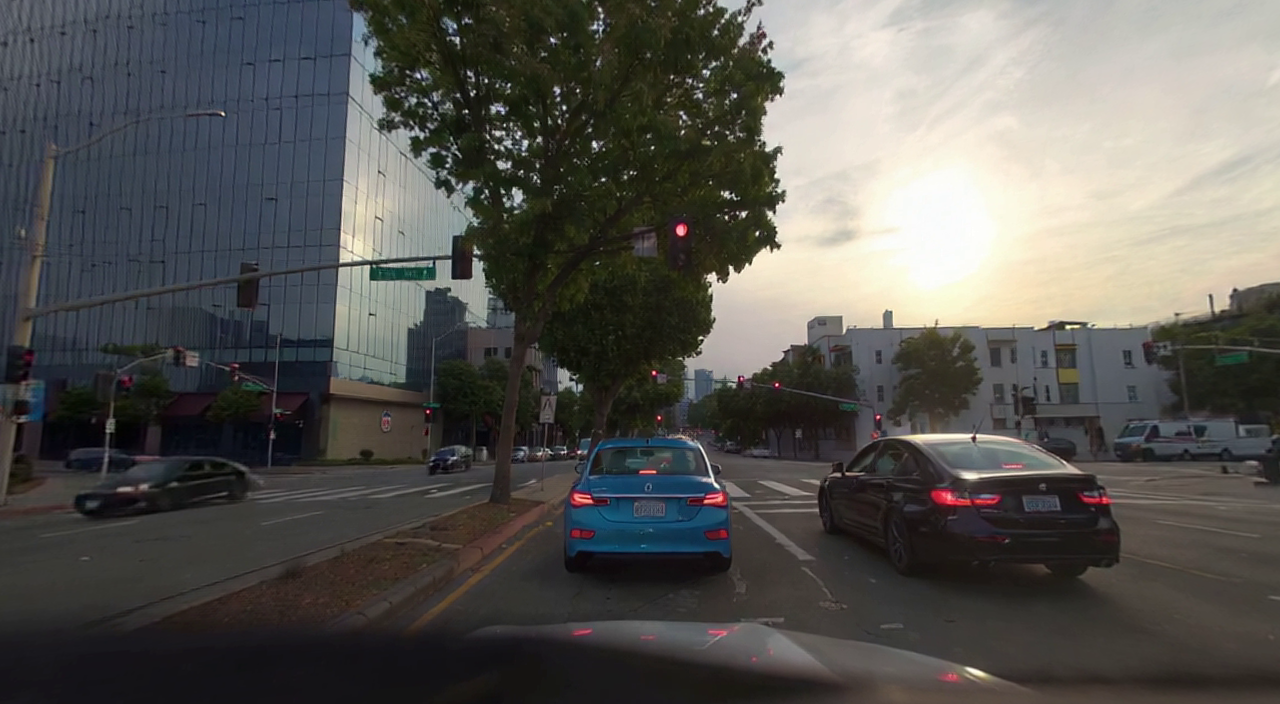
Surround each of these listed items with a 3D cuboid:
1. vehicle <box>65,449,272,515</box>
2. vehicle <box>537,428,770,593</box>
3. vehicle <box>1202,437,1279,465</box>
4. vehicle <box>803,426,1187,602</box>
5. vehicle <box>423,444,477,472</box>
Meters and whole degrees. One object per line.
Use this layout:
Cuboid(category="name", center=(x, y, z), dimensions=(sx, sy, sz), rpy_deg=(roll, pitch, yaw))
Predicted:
Cuboid(category="vehicle", center=(-11.940, 3.274, 16.485), dimensions=(1.922, 1.466, 4.422), rpy_deg=(0, -9, 1))
Cuboid(category="vehicle", center=(0.090, 1.734, 7.745), dimensions=(2.087, 1.468, 4.014), rpy_deg=(0, -9, -1))
Cuboid(category="vehicle", center=(35.208, 5.641, 36.137), dimensions=(4.190, 1.535, 1.998), rpy_deg=(0, -9, -1))
Cuboid(category="vehicle", center=(3.644, 1.737, 7.747), dimensions=(2.018, 1.491, 4.544), rpy_deg=(0, -9, -1))
Cuboid(category="vehicle", center=(-12.093, 6.777, 40.526), dimensions=(2.009, 1.642, 4.482), rpy_deg=(0, -9, 0))
